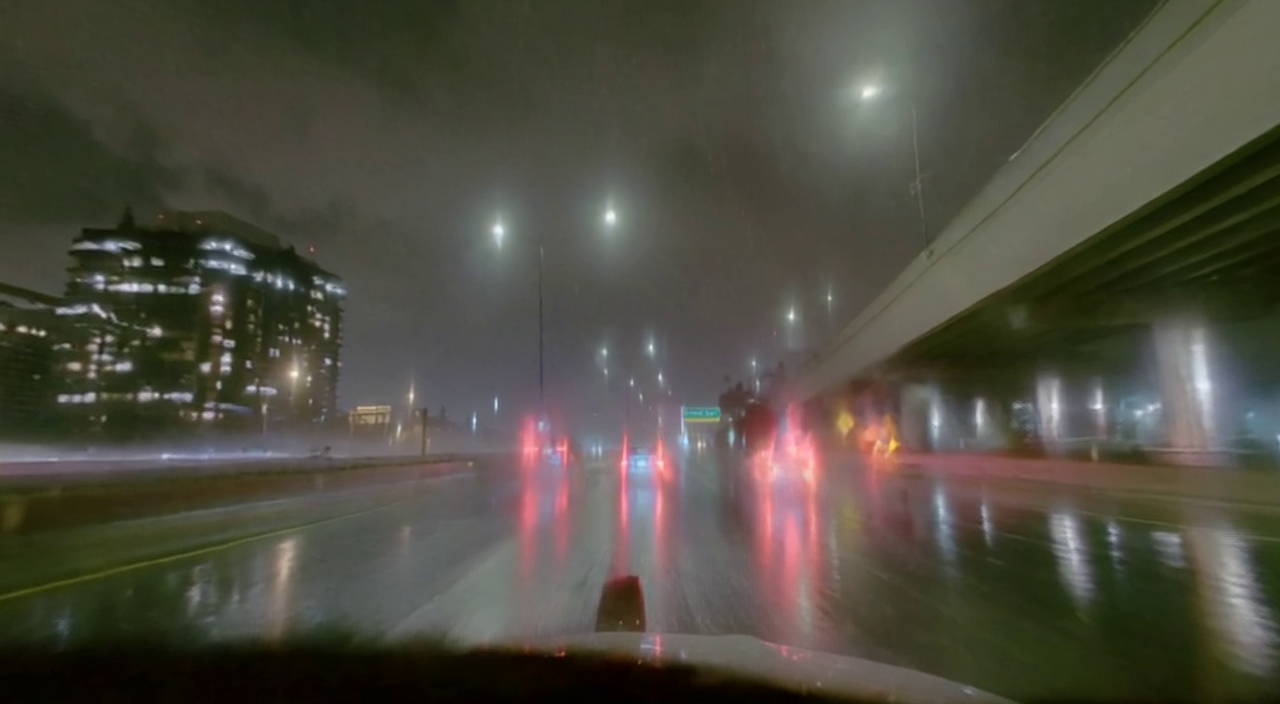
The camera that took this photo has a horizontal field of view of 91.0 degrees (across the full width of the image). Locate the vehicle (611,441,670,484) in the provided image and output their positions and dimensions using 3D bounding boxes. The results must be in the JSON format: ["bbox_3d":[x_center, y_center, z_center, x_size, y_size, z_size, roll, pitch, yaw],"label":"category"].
[{"bbox_3d":[0.078,4.172,24.216,2.089,1.493,3.964,0,-8,2],"label":"vehicle"}]

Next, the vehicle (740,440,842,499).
[{"bbox_3d":[4.219,3.318,18.290,1.974,1.490,3.994,0,-8,0],"label":"vehicle"}]

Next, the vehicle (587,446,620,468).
[{"bbox_3d":[-2.570,7.474,45.116,1.868,1.431,4.055,0,-8,3],"label":"vehicle"}]

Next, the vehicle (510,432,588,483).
[{"bbox_3d":[-3.478,4.151,25.094,2.142,1.819,4.648,0,-8,3],"label":"vehicle"}]
